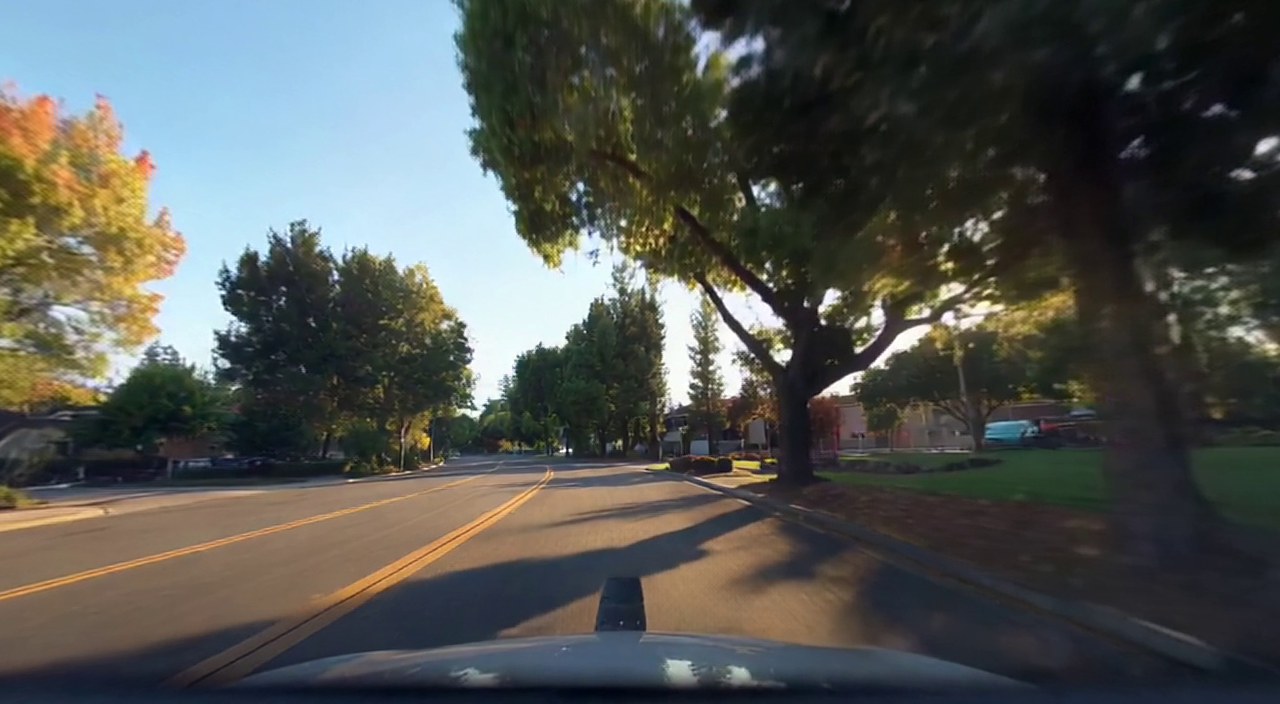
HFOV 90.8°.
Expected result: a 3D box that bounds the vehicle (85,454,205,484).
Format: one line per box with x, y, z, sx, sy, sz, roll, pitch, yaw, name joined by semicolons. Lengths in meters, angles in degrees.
-26.019;6.144;33.334;4.527;1.441;2.024;1;-8;-4;vehicle
